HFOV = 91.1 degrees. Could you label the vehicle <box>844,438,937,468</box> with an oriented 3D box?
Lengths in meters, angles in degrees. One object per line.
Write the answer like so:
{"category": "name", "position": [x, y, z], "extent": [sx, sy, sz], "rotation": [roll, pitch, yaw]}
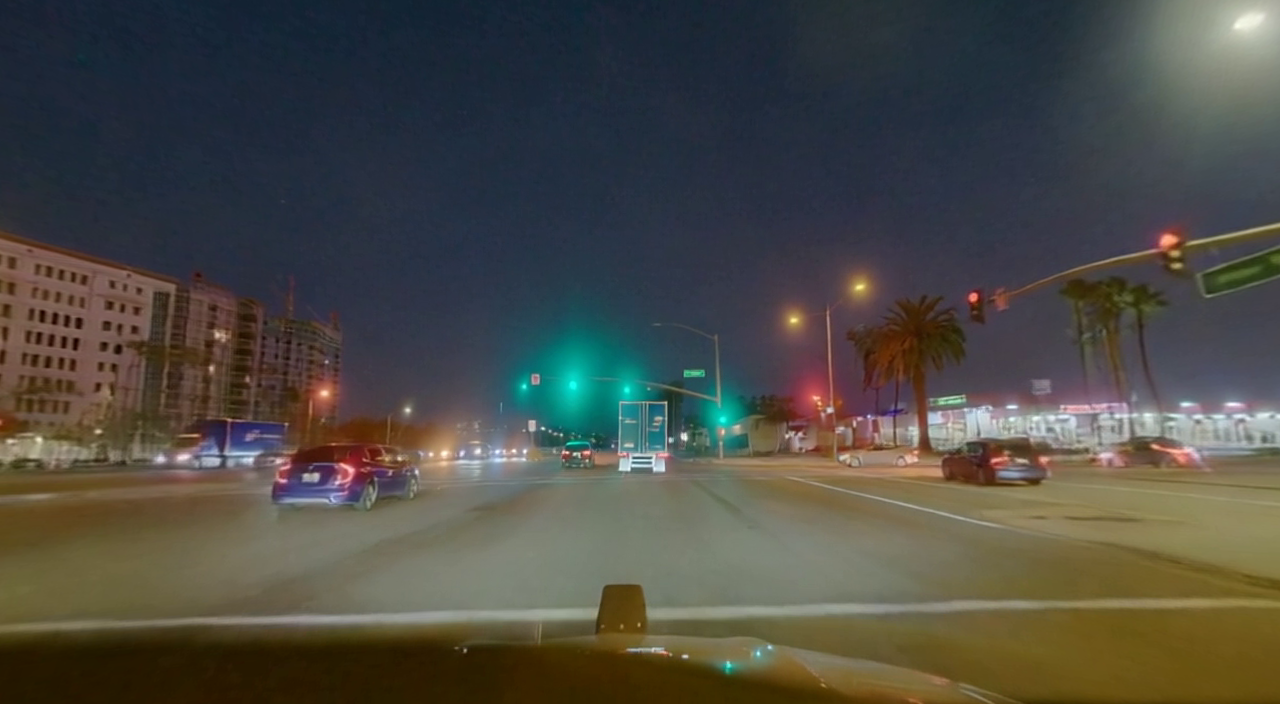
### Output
{"category": "vehicle", "position": [14.600, 5.945, 36.789], "extent": [4.568, 1.485, 1.936], "rotation": [-2, -11, 0]}

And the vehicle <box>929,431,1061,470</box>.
{"category": "vehicle", "position": [16.871, 4.713, 30.037], "extent": [5.039, 1.744, 2.043], "rotation": [0, -9, 0]}

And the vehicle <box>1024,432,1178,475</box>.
{"category": "vehicle", "position": [19.396, 4.312, 26.581], "extent": [4.831, 1.529, 1.966], "rotation": [-3, -10, 0]}

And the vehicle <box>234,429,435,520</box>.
{"category": "vehicle", "position": [-6.351, 2.590, 13.845], "extent": [2.045, 1.630, 4.680], "rotation": [0, -8, 0]}

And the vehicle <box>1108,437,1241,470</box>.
{"category": "vehicle", "position": [25.327, 4.832, 29.846], "extent": [4.506, 1.484, 1.928], "rotation": [0, -9, 1]}

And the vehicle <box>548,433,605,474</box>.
{"category": "vehicle", "position": [-2.996, 4.911, 30.593], "extent": [2.178, 1.826, 4.933], "rotation": [0, -8, 1]}

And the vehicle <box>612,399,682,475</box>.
{"category": "vehicle", "position": [0.308, 4.121, 30.284], "extent": [2.993, 3.235, 6.692], "rotation": [0, -8, 0]}

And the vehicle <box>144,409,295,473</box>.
{"category": "vehicle", "position": [-28.505, 6.188, 43.546], "extent": [2.982, 3.868, 10.493], "rotation": [0, -8, 1]}
